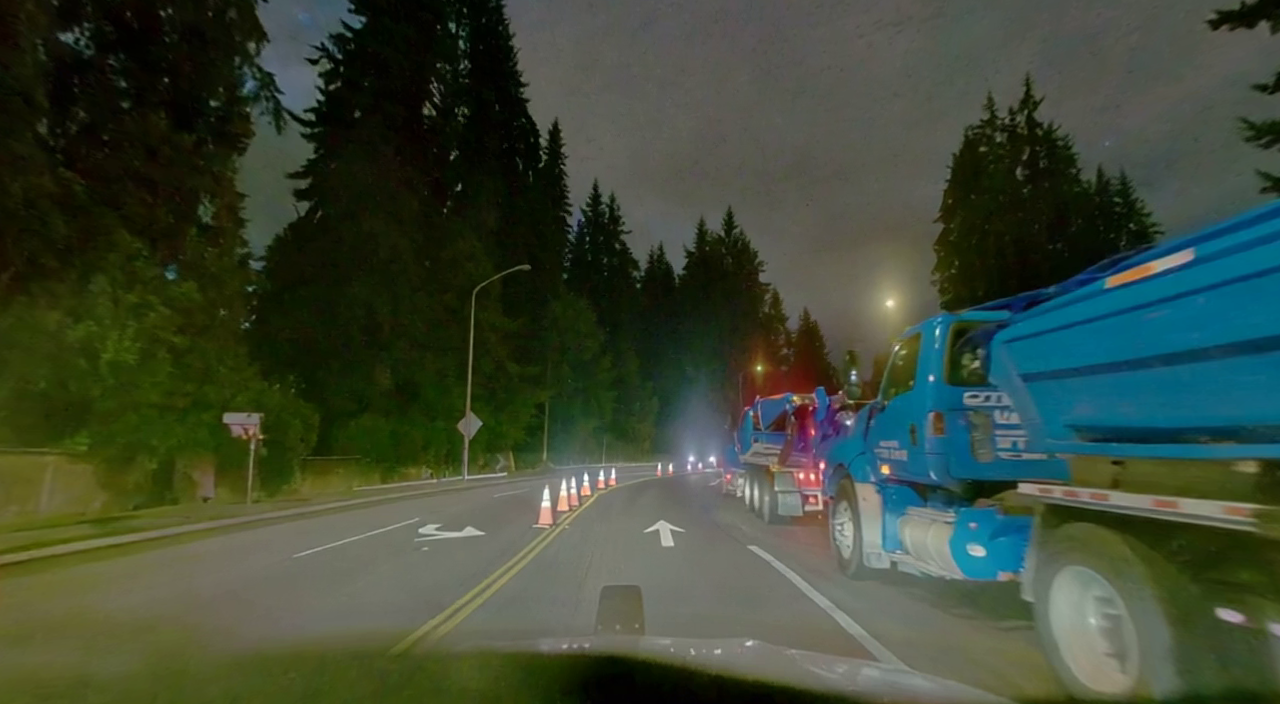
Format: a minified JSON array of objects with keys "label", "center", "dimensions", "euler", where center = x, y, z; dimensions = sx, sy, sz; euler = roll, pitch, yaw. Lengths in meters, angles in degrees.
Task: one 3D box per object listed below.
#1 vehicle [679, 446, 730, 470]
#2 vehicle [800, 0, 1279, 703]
[{"label":"vehicle","center":[4.524,7.320,43.783],"dimensions":[1.945,1.494,4.201],"euler":[-4,-10,29]},{"label":"vehicle","center":[3.436,0.238,3.305],"dimensions":[3.083,3.321,8.020],"euler":[0,-9,0]}]
